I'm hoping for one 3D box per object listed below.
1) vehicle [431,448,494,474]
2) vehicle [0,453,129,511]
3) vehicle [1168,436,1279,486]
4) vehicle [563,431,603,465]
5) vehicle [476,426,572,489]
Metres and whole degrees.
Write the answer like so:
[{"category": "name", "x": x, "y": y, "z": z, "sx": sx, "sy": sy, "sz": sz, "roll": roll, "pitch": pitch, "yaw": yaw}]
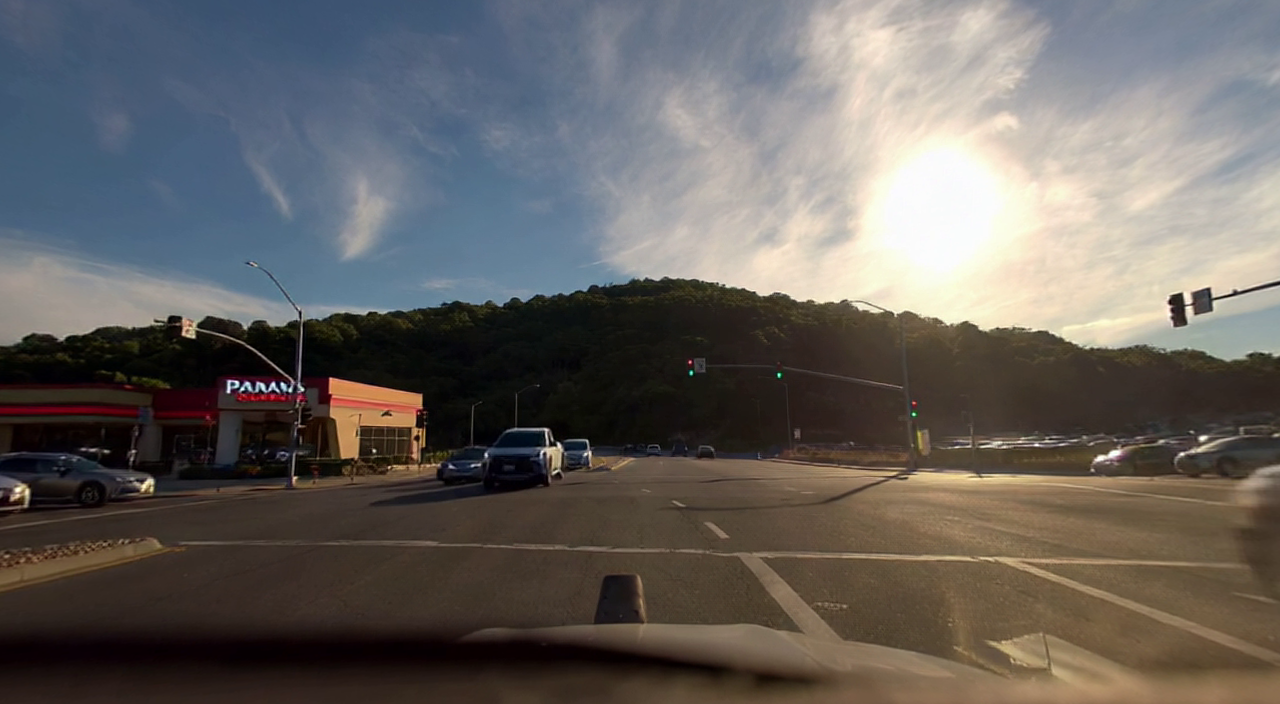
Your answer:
[{"category": "vehicle", "x": -12.477, "y": 7.660, "z": 44.603, "sx": 2.069, "sy": 1.706, "sz": 4.336, "roll": -3, "pitch": -9, "yaw": 20}, {"category": "vehicle", "x": -19.802, "y": 4.180, "z": 20.528, "sx": 4.440, "sy": 1.748, "sz": 2.033, "roll": 0, "pitch": -9, "yaw": 1}, {"category": "vehicle", "x": 25.051, "y": 4.468, "z": 26.063, "sx": 4.546, "sy": 1.944, "sz": 2.051, "roll": 1, "pitch": -9, "yaw": -5}, {"category": "vehicle", "x": -4.190, "y": 7.219, "z": 47.410, "sx": 2.318, "sy": 2.325, "sz": 5.910, "roll": 0, "pitch": -9, "yaw": 1}, {"category": "vehicle", "x": -4.392, "y": 4.130, "z": 24.957, "sx": 2.662, "sy": 2.197, "sz": 5.454, "roll": 0, "pitch": -9, "yaw": 1}]
